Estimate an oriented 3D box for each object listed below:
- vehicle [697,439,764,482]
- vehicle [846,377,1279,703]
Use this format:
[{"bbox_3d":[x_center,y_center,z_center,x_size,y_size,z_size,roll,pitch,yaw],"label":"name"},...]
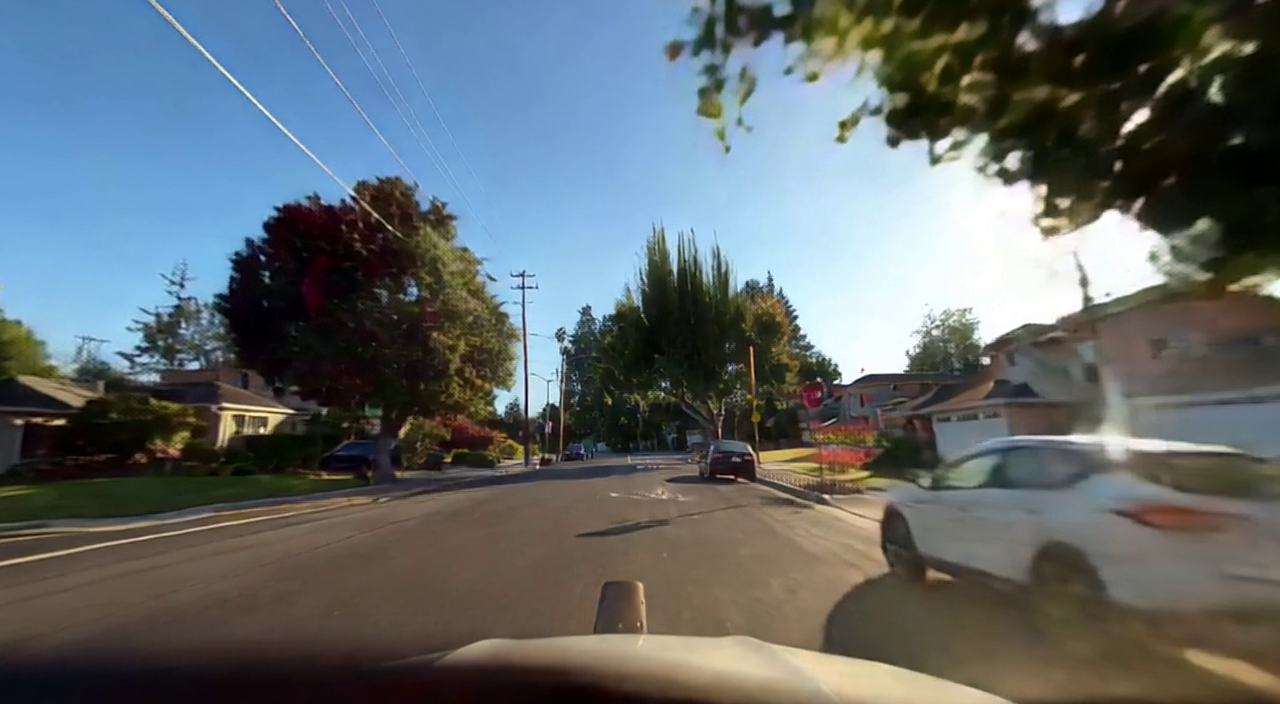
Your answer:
[{"bbox_3d":[3.573,4.354,25.682,2.012,1.531,4.557,1,-9,-1],"label":"vehicle"},{"bbox_3d":[3.750,1.345,5.625,2.134,1.720,4.515,1,-9,-2],"label":"vehicle"}]
